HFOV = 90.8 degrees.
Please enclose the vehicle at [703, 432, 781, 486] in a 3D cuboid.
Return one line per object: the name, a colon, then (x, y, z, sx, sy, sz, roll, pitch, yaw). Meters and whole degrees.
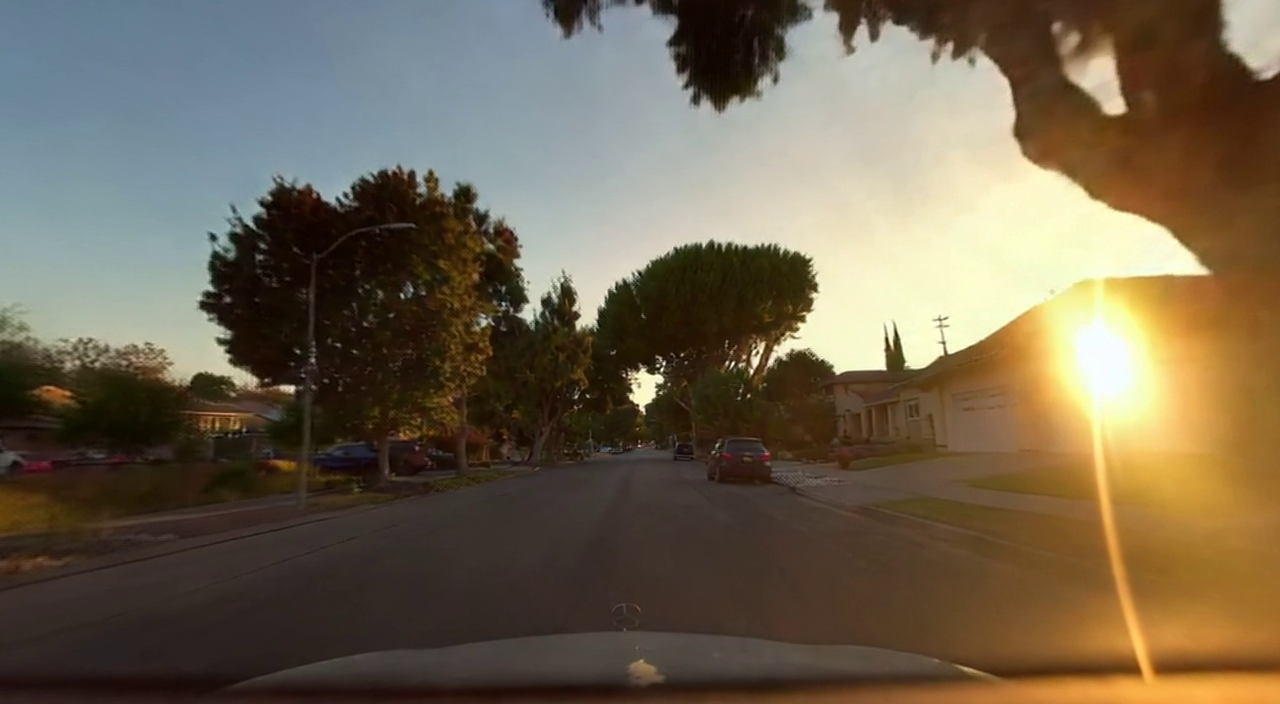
vehicle: (3.522, 3.780, 22.662, 2.055, 1.738, 4.448, 0, -8, 0)
